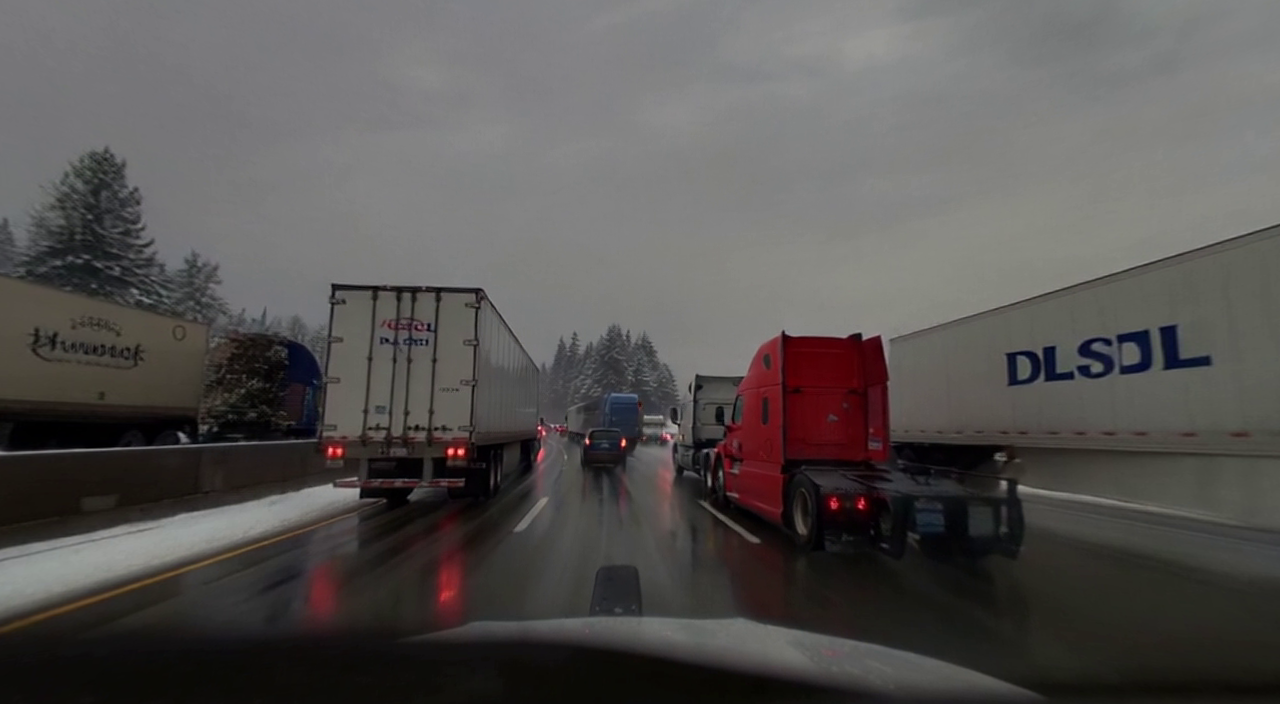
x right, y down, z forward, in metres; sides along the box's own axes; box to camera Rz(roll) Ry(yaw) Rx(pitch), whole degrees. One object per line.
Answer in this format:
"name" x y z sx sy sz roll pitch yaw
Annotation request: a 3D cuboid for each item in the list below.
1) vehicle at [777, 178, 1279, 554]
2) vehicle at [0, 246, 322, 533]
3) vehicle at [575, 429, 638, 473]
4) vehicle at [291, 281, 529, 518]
"vehicle" 7.486 0.421 9.074 2.820 4.084 13.786 4 -8 -25
"vehicle" -10.834 0.486 8.654 2.867 4.125 14.026 -2 -8 14
"vehicle" -1.395 3.758 24.203 2.060 1.540 4.374 1 -8 -8
"vehicle" -4.420 1.308 14.522 2.822 3.788 8.799 1 -8 -5
